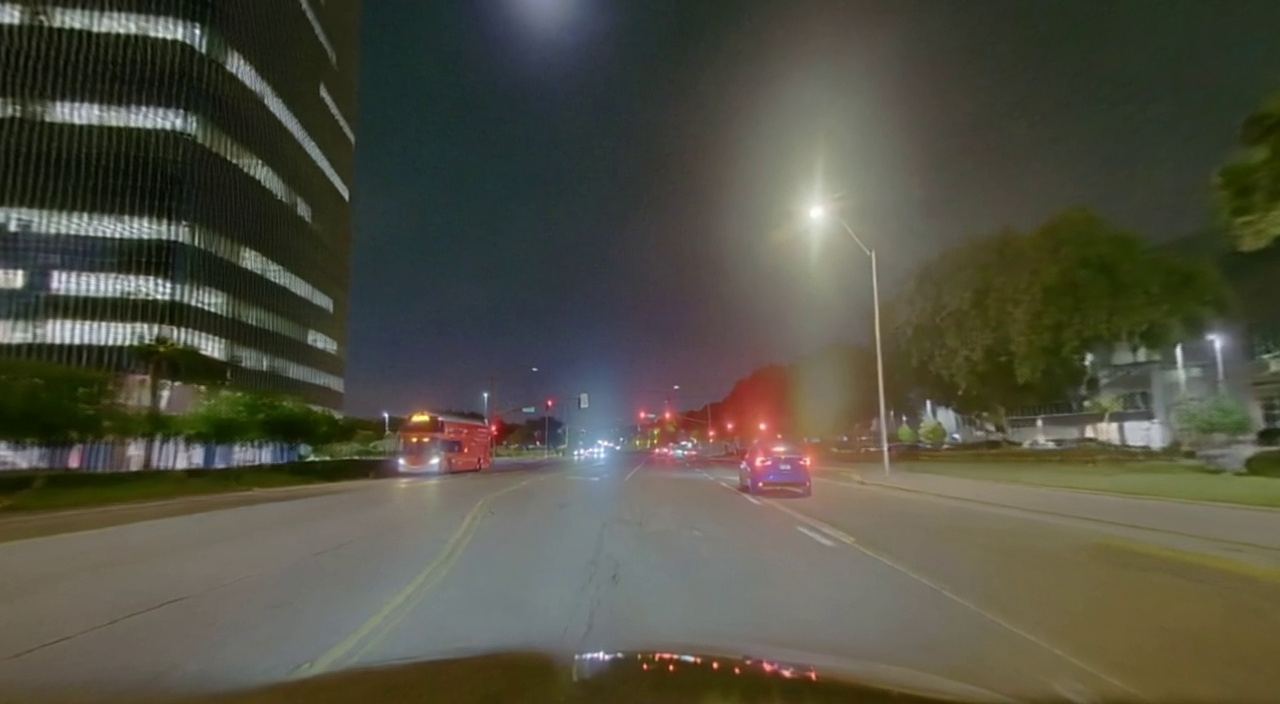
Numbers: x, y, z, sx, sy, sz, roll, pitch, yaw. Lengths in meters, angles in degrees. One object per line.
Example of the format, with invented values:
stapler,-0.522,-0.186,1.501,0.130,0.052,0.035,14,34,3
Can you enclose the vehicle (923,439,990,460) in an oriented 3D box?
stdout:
vehicle,23.479,7.281,46.890,3.983,1.479,1.857,-1,-9,7

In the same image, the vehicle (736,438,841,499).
vehicle,4.065,3.268,18.020,1.993,1.501,4.127,0,-9,0

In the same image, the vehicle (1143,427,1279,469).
vehicle,21.980,3.641,23.877,4.069,1.486,2.055,0,-8,-2

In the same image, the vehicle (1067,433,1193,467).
vehicle,22.600,4.554,29.188,4.135,1.480,1.915,0,-9,2

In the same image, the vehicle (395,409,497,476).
vehicle,-14.450,7.061,48.786,3.110,4.418,13.688,-1,-9,2
